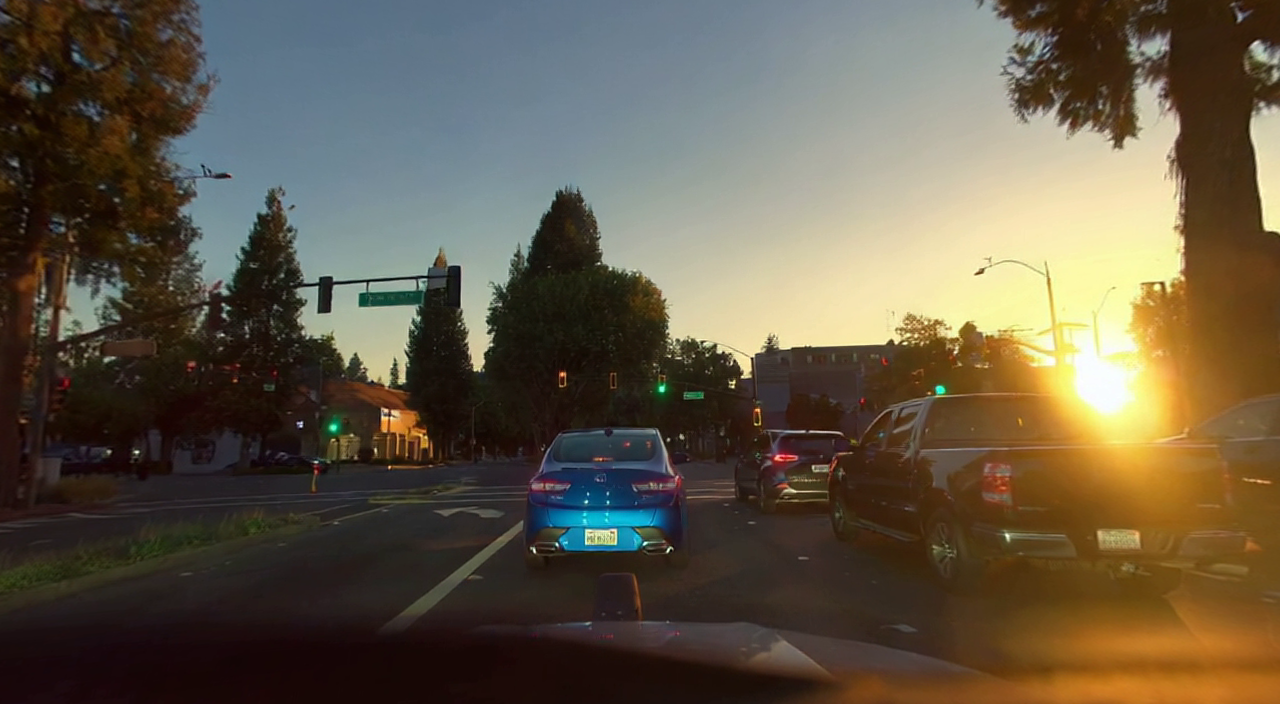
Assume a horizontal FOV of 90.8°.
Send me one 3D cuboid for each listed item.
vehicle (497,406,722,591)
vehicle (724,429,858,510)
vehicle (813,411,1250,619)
[{"bbox_3d":[-0.273,1.611,7.680,2.037,1.674,3.693,0,-8,0],"label":"vehicle"},{"bbox_3d":[3.359,2.718,15.057,2.031,1.626,4.264,0,-8,-1],"label":"vehicle"},{"bbox_3d":[3.602,1.571,7.139,1.955,1.550,4.587,0,-8,-1],"label":"vehicle"}]
